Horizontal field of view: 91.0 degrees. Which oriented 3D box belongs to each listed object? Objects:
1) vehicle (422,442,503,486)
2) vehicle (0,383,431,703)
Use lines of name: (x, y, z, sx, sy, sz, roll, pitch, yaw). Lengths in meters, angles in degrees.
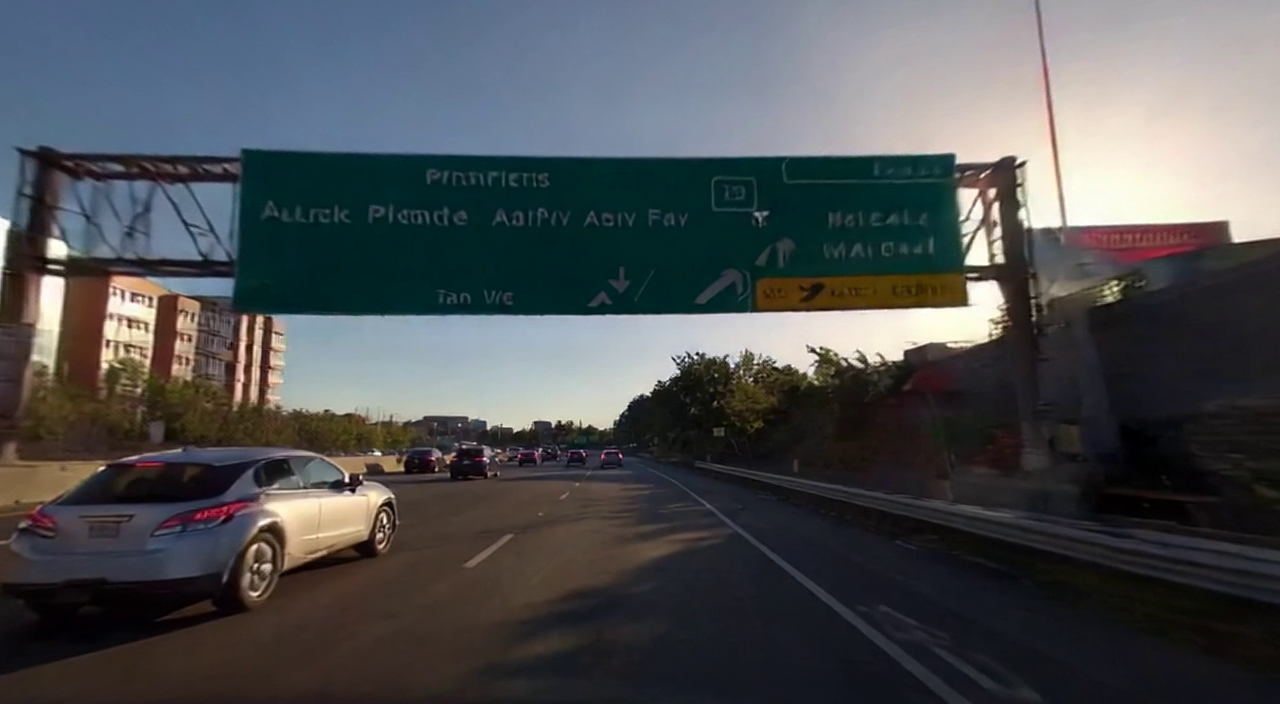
vehicle: (-7.261, 4.632, 26.328, 2.075, 1.642, 4.638, 0, -9, -1)
vehicle: (-3.603, 1.354, 5.352, 2.036, 1.717, 4.592, 0, -9, 0)
